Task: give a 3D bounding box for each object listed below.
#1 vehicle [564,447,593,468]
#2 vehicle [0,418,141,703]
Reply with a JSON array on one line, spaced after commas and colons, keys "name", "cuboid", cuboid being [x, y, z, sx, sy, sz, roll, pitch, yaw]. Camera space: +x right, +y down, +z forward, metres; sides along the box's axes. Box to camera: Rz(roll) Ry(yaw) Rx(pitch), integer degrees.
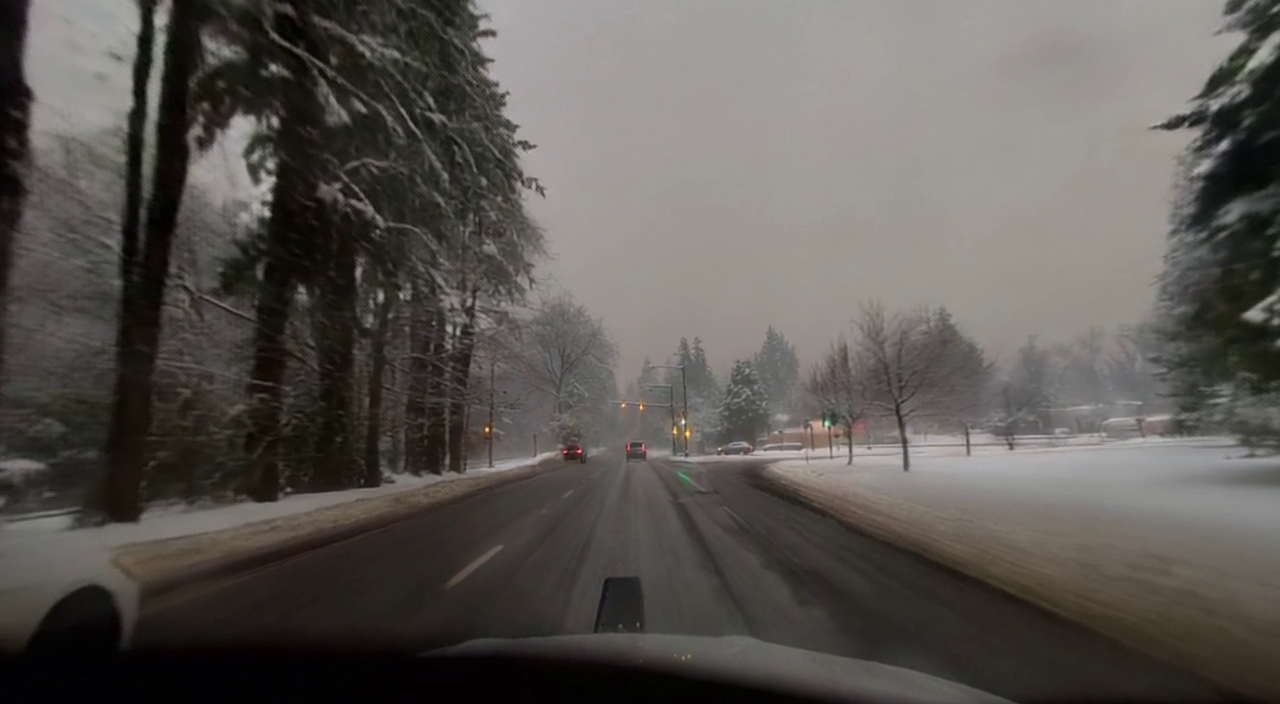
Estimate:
[{"name": "vehicle", "cuboid": [-4.456, 7.650, 46.088, 1.674, 1.408, 4.141, 0, -8, 1]}, {"name": "vehicle", "cuboid": [-3.723, 0.795, 1.170, 1.968, 1.459, 4.433, 0, -8, 0]}]
